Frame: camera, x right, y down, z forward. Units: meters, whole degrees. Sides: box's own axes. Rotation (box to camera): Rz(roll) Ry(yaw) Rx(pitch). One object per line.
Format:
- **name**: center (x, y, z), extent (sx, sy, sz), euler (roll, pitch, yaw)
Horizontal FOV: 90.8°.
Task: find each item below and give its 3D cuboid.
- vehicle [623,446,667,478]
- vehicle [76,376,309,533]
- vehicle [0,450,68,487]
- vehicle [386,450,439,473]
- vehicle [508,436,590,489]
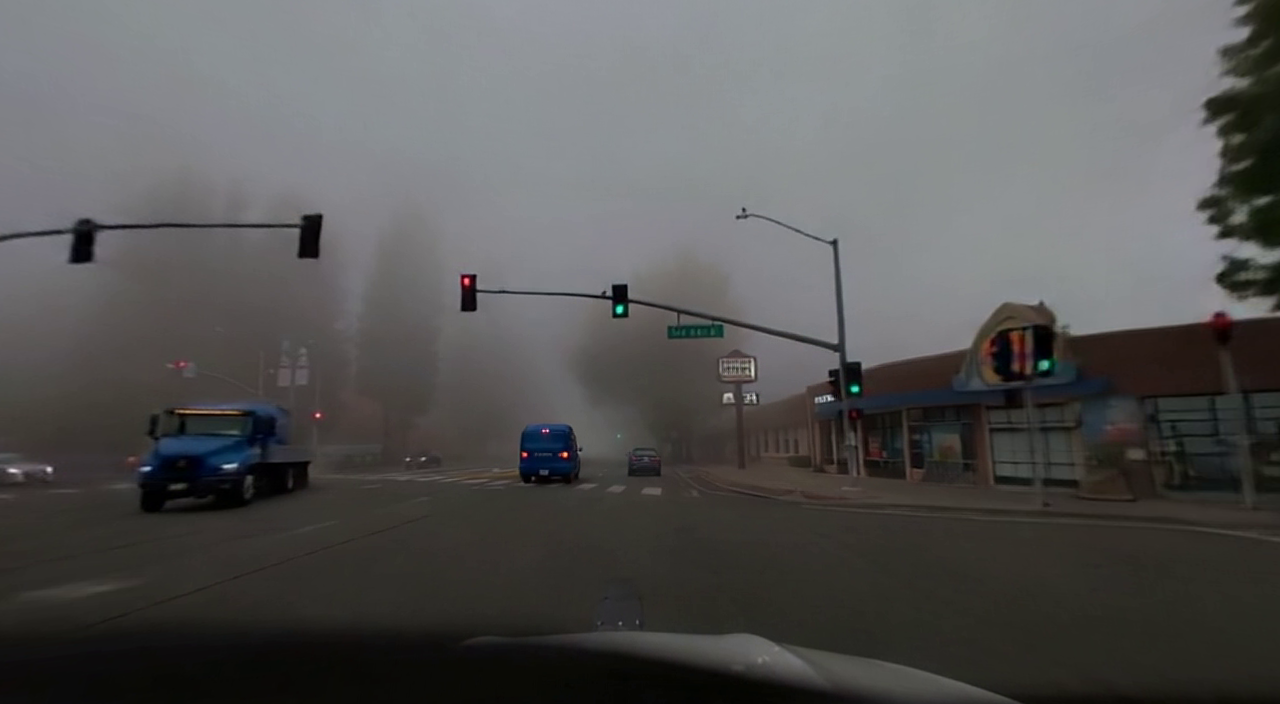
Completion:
- **vehicle**: center (0.236, 5.536, 32.115), extent (2.103, 1.487, 4.101), euler (0, -9, 0)
- **vehicle**: center (-8.952, 2.122, 13.347), extent (2.507, 2.667, 4.567), euler (2, -9, -16)
- **vehicle**: center (-35.770, 6.806, 37.209), extent (4.487, 2.039, 2.086), euler (-7, -11, 37)
- **vehicle**: center (-16.022, 7.701, 44.830), extent (1.912, 1.432, 5.070), euler (-3, -9, 0)
- **vehicle**: center (-3.320, 4.199, 24.276), extent (2.464, 1.777, 5.128), euler (0, -9, -1)
